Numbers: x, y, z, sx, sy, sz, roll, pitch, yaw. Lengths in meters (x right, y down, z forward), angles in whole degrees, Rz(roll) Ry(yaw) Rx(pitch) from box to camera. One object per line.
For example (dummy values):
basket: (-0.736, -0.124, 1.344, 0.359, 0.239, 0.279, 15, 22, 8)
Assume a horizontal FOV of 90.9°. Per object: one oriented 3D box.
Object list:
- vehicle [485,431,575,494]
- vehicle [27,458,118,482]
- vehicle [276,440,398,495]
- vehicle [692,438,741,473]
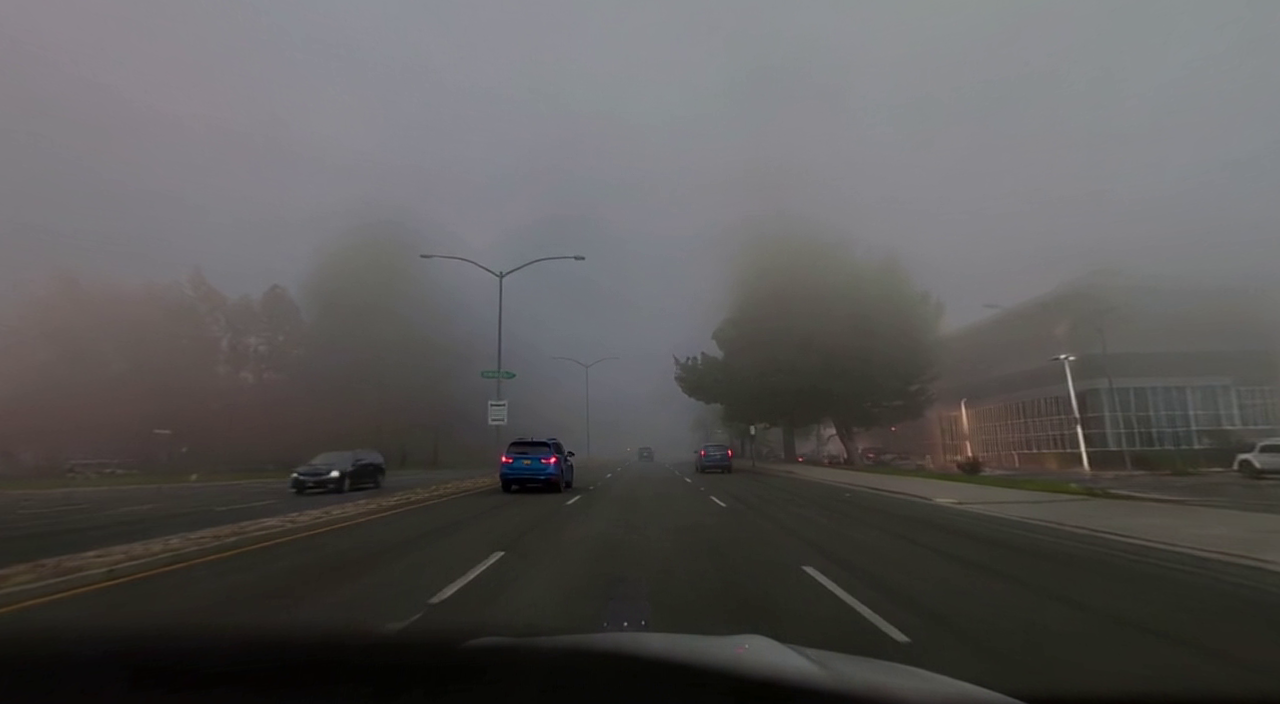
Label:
vehicle: (-3.450, 3.561, 20.690, 2.047, 1.810, 4.414, 0, -8, 1)
vehicle: (-39.512, 8.208, 44.065, 1.836, 1.447, 4.790, 0, -8, 1)
vehicle: (-10.545, 4.023, 22.417, 2.098, 1.749, 4.584, 0, -8, -1)
vehicle: (4.104, 5.630, 34.615, 2.083, 1.779, 4.347, 0, -8, -1)
